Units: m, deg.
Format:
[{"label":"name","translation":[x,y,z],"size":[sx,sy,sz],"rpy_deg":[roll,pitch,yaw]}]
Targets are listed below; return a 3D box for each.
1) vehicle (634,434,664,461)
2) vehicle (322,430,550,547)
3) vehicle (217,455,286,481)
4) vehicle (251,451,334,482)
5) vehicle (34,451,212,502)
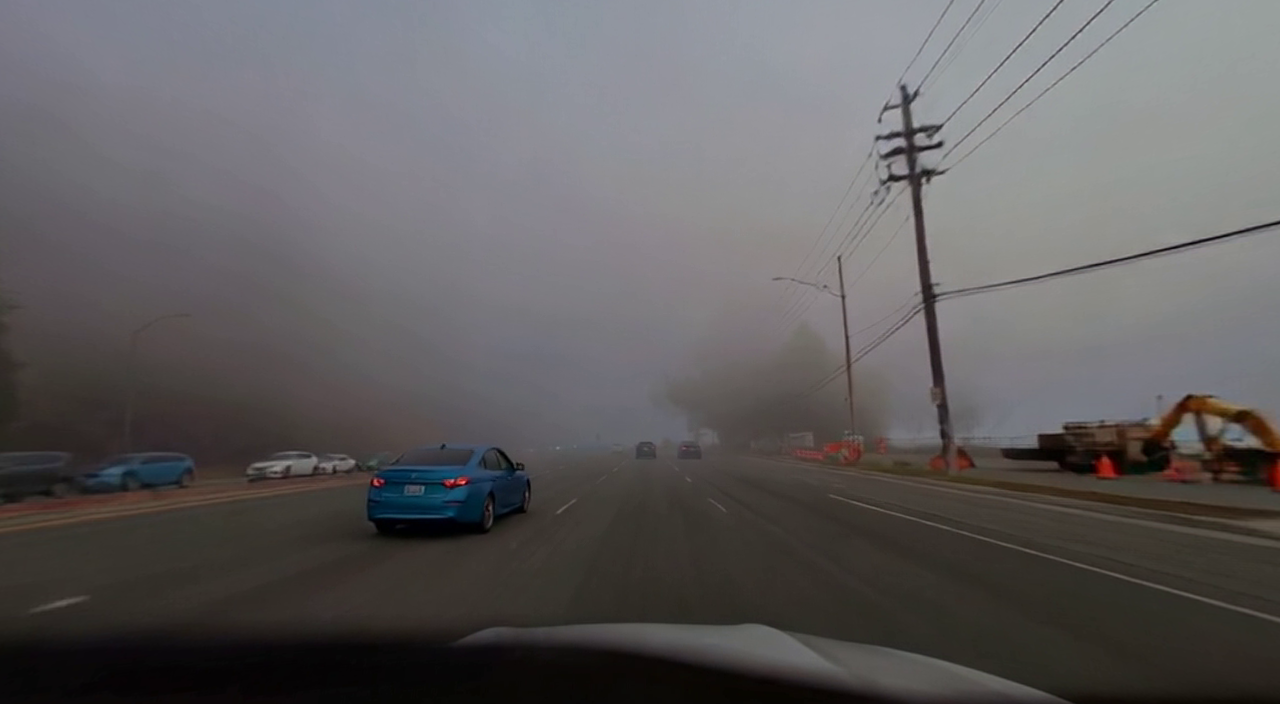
[{"label":"vehicle","translation":[0.593,6.936,45.659],"size":[2.060,1.845,4.151],"rpy_deg":[0,-8,0]},{"label":"vehicle","translation":[-2.975,2.113,10.566],"size":[2.087,1.480,4.825],"rpy_deg":[0,-8,2]},{"label":"vehicle","translation":[-25.649,7.663,41.841],"size":[1.833,1.510,4.388],"rpy_deg":[0,-8,-2]},{"label":"vehicle","translation":[-18.528,6.106,33.899],"size":[1.979,1.470,4.571],"rpy_deg":[0,-8,-1]},{"label":"vehicle","translation":[-17.363,4.176,21.597],"size":[1.988,1.491,4.768],"rpy_deg":[0,-8,2]}]
